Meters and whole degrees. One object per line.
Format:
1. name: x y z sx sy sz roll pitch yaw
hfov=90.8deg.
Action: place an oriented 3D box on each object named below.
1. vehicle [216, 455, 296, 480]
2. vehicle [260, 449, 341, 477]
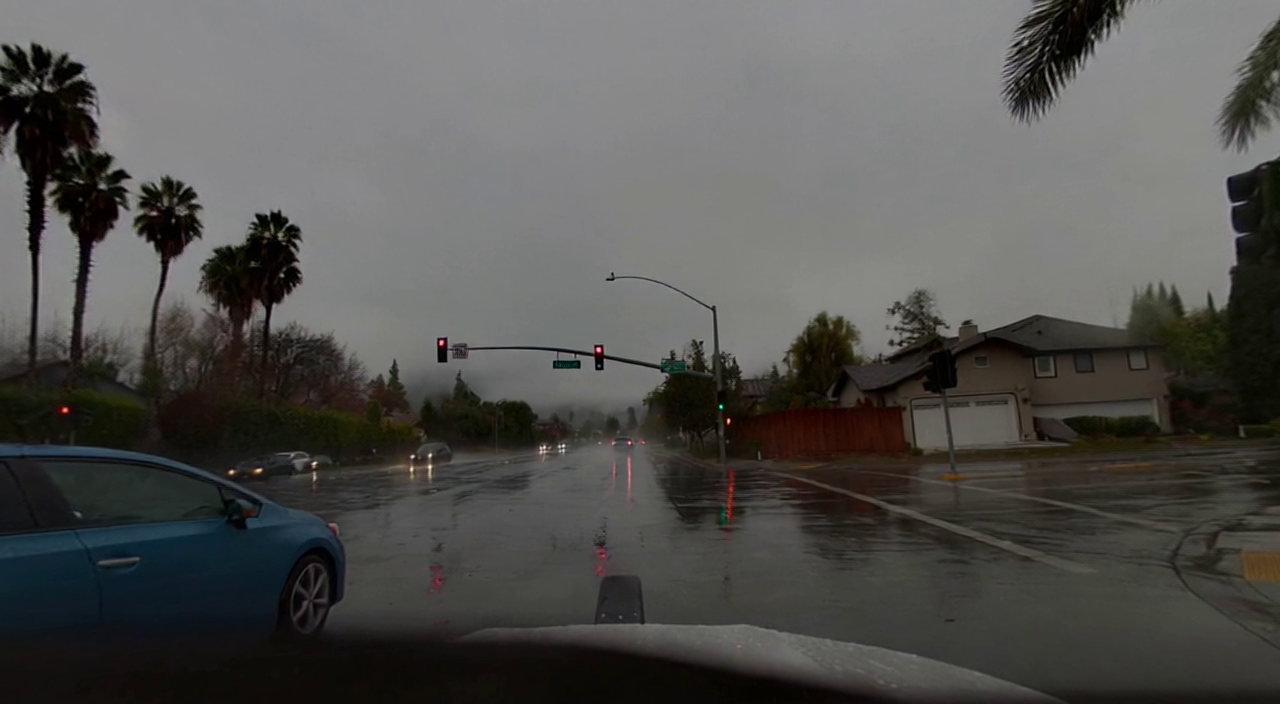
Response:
1. vehicle: -24.068 7.228 39.828 2.019 1.427 4.630 0 -9 1
2. vehicle: -20.024 6.523 37.533 2.084 1.528 4.778 -1 -9 2
